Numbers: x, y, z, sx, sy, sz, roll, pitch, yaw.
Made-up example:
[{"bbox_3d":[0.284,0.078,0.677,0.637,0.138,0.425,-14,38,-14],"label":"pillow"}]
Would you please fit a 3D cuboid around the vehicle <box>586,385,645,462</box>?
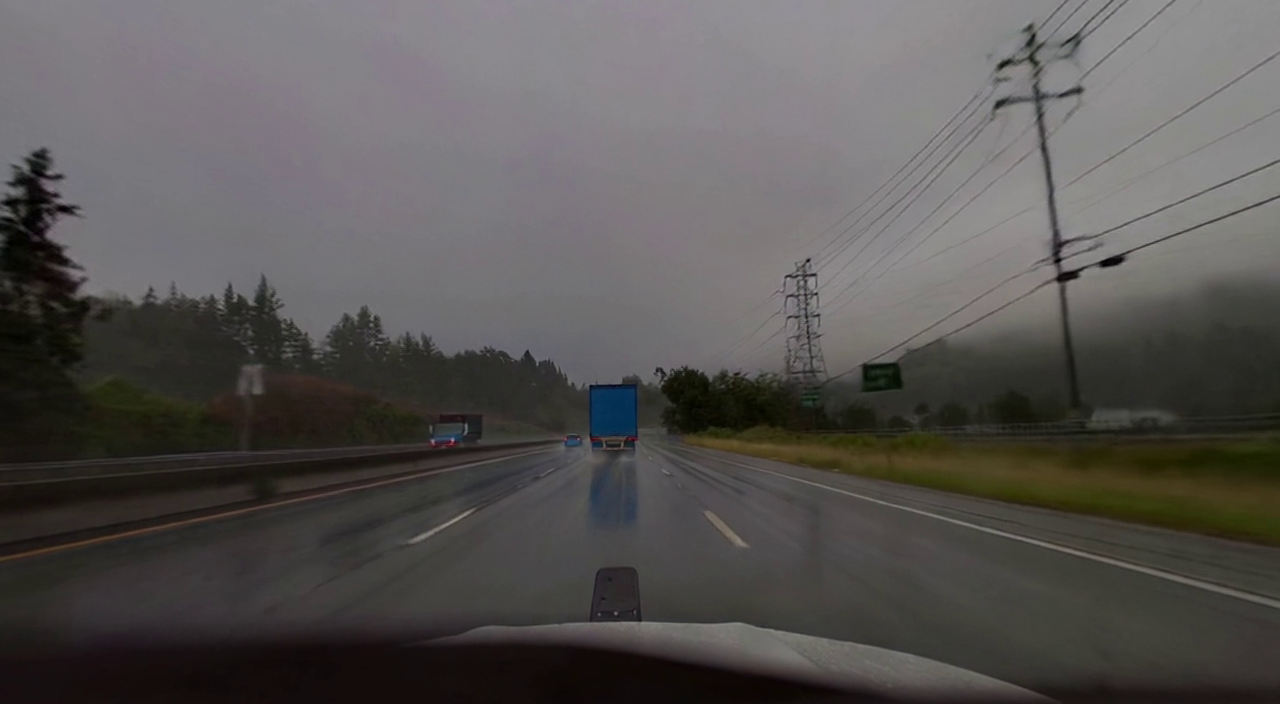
[{"bbox_3d":[-1.360,4.230,36.500,2.955,3.851,9.915,0,-8,-2],"label":"vehicle"}]
